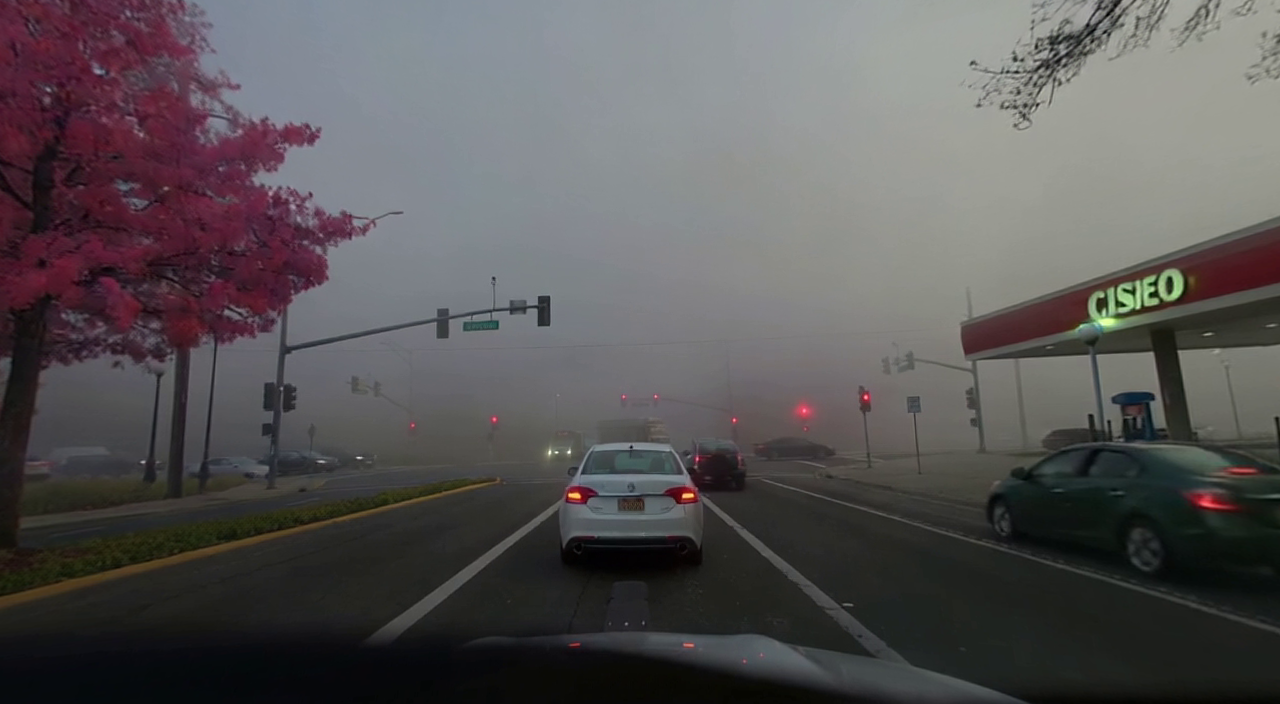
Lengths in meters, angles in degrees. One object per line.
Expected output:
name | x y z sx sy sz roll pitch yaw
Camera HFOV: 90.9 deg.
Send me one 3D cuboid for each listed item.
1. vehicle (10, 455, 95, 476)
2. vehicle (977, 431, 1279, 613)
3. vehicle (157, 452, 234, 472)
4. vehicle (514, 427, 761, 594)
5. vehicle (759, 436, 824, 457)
vehicle | -43.421 8.370 46.616 4.609 1.465 1.944 -1 -8 7
vehicle | 6.233 1.753 7.551 1.942 1.511 4.390 0 -8 0
vehicle | -33.257 8.232 47.228 4.466 1.438 1.837 -1 -8 5
vehicle | -0.047 1.726 7.759 2.213 1.482 4.057 0 -8 -1
vehicle | 11.583 7.245 48.288 4.458 1.510 1.947 -6 -10 33
